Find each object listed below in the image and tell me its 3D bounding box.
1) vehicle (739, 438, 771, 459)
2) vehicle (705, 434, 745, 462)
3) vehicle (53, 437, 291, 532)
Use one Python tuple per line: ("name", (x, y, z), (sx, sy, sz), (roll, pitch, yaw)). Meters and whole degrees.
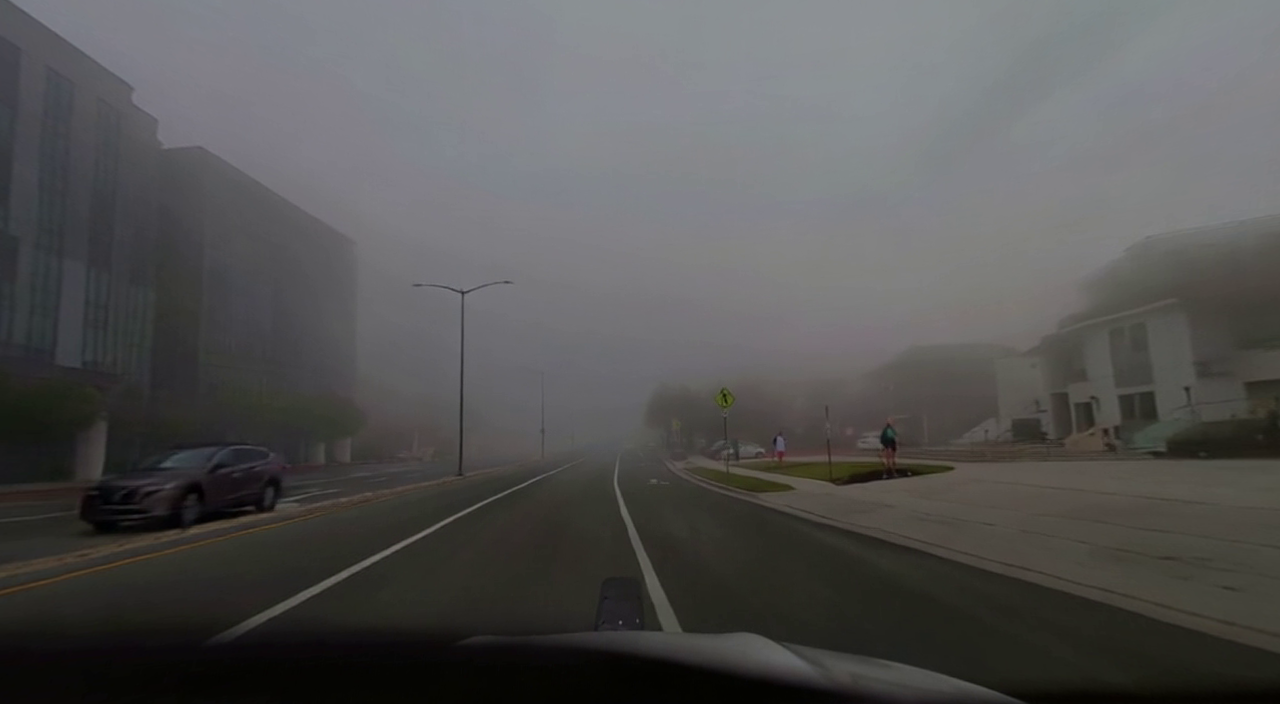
("vehicle", (8.829, 7.423, 48.587), (1.842, 1.535, 3.638), (0, -9, 2))
("vehicle", (6.379, 7.287, 47.956), (2.160, 1.944, 5.086), (0, -8, -2))
("vehicle", (-10.014, 2.813, 14.130), (1.988, 1.755, 4.568), (1, -9, -3))
